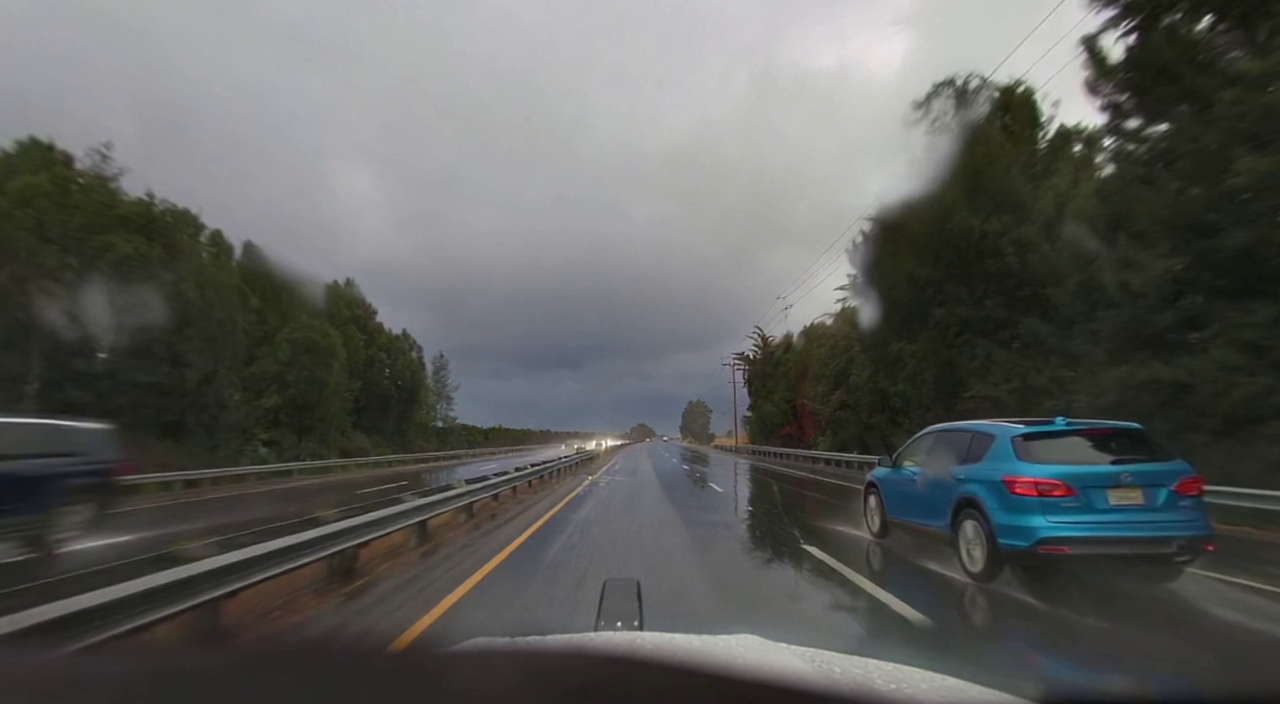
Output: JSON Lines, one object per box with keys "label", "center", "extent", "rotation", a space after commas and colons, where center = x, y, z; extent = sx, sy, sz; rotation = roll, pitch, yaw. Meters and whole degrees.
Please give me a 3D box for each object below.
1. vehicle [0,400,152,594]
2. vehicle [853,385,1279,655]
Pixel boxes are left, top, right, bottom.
{"label": "vehicle", "center": [-7.334, 1.292, 5.265], "extent": [2.416, 1.843, 5.072], "rotation": [0, -8, 0]}
{"label": "vehicle", "center": [3.716, 1.263, 5.754], "extent": [2.032, 1.562, 4.029], "rotation": [0, -8, -1]}
